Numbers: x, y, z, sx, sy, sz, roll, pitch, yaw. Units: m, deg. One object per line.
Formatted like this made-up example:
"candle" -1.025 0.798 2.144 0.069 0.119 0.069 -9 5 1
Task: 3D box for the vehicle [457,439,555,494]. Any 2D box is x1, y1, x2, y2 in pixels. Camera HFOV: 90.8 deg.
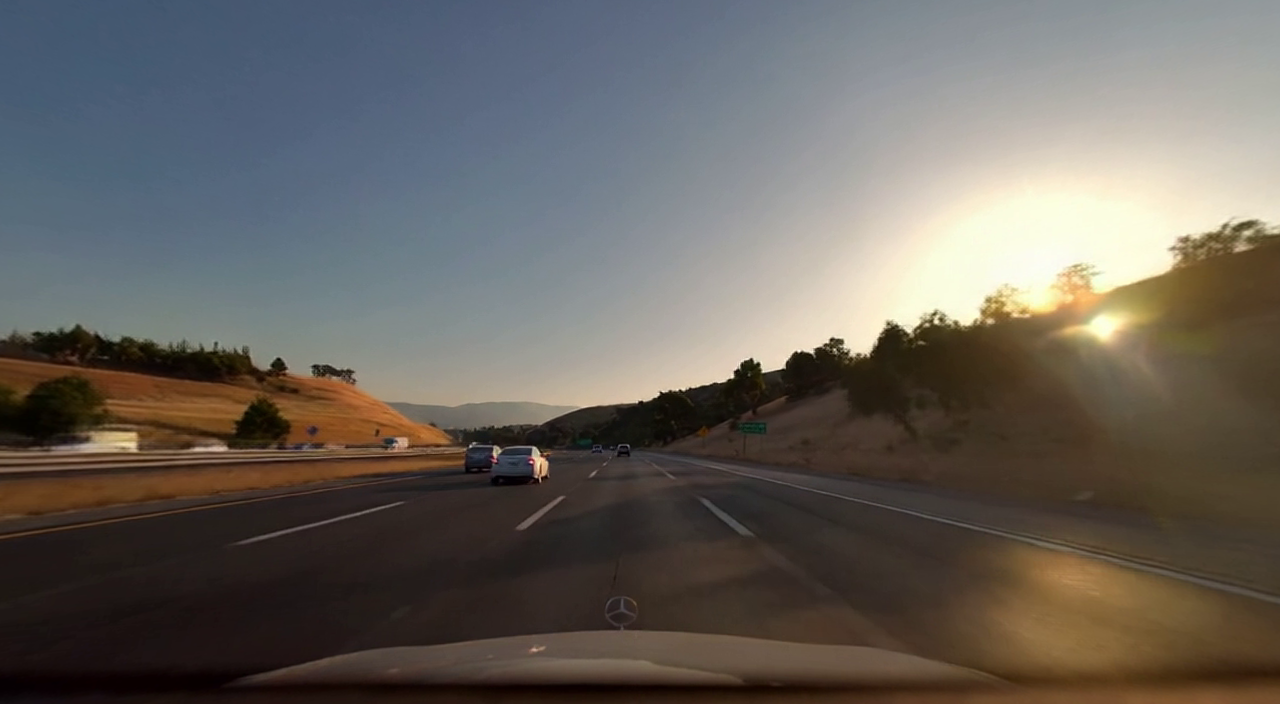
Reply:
"vehicle" -4.066 3.555 19.960 2.073 1.516 4.478 0 -9 0

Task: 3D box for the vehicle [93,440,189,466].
"vehicle" -29.216 5.923 37.187 1.947 1.450 4.617 0 -9 -1

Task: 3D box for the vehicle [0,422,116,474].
"vehicle" -25.087 3.943 25.894 2.364 1.914 5.744 0 -9 -1
